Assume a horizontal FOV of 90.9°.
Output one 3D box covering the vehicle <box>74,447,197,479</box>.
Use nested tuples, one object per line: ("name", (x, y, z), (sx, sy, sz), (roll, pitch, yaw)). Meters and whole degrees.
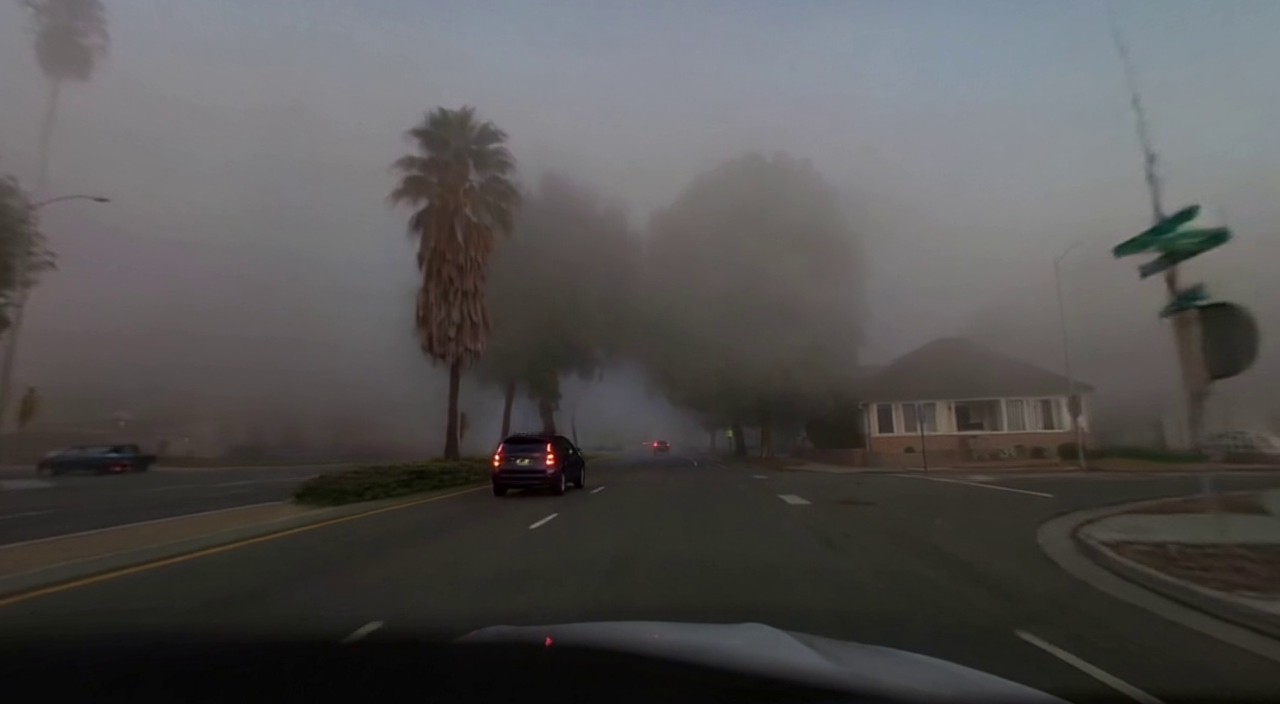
("vehicle", (-25.464, 5.578, 31.874), (4.776, 1.491, 1.991), (-1, -9, 8))

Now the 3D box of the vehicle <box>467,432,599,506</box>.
("vehicle", (-2.330, 2.732, 15.218), (2.075, 1.498, 4.730), (-1, -8, 4))

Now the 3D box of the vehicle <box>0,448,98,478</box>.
("vehicle", (-31.068, 5.712, 32.666), (4.447, 1.484, 1.845), (-1, -8, 6))
